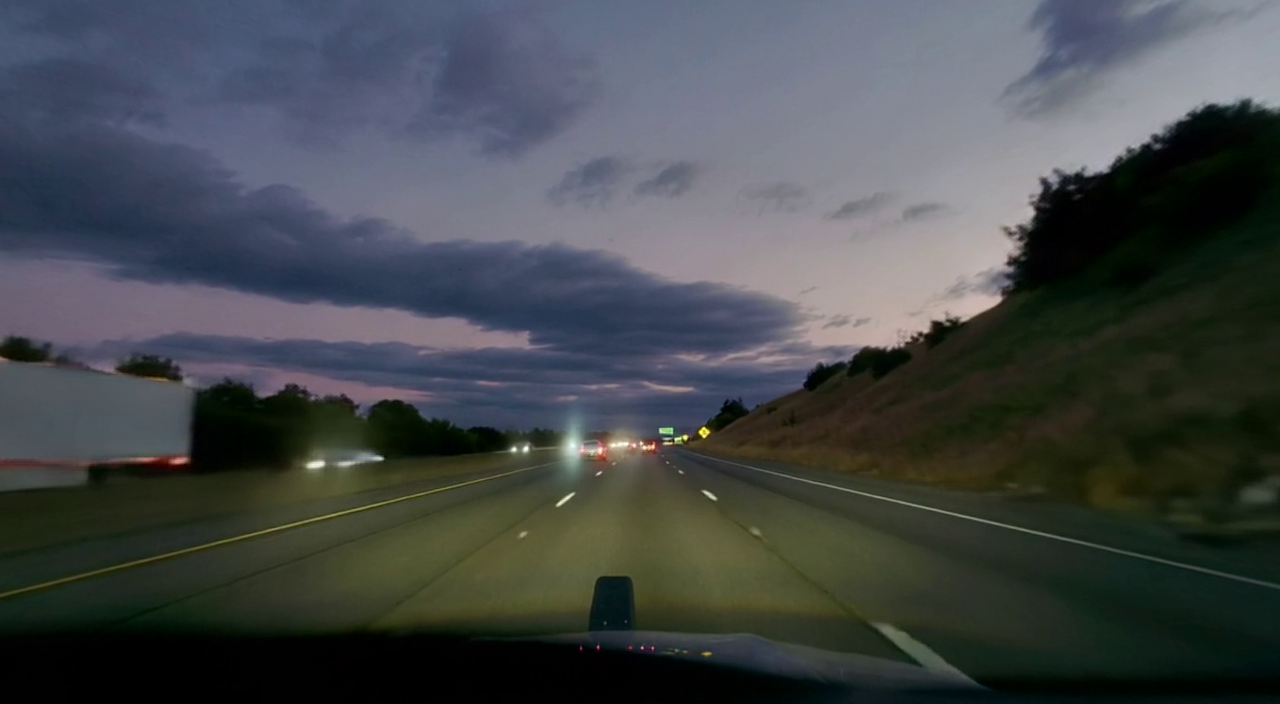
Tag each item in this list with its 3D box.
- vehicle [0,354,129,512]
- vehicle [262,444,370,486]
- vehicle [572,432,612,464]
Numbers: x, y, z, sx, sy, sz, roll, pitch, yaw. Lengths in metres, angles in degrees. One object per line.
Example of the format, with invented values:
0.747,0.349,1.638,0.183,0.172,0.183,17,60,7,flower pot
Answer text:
-17.186,1.799,14.141,2.987,3.827,9.899,0,-8,0,vehicle
-12.812,4.454,25.245,1.994,1.519,4.317,0,-8,1,vehicle
-3.219,6.589,43.262,2.286,2.011,4.452,0,-8,1,vehicle
